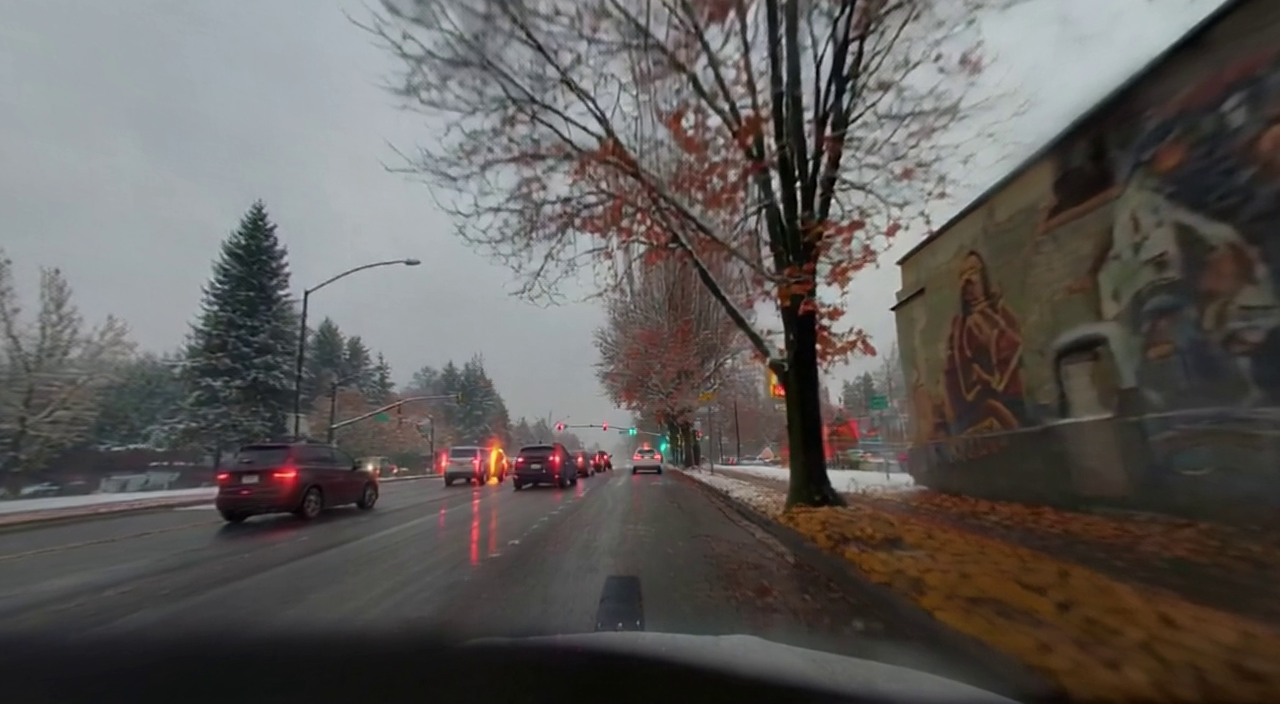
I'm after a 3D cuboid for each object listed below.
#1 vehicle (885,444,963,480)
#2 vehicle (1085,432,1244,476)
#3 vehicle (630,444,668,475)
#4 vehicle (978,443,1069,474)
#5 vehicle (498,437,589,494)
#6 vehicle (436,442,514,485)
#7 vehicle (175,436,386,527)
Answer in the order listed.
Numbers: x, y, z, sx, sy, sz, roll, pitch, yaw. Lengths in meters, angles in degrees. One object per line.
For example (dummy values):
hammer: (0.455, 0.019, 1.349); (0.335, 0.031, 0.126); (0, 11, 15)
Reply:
vehicle: (14.193, 5.510, 31.827); (1.963, 1.703, 4.447); (0, -9, 2)
vehicle: (20.204, 3.953, 24.561); (1.899, 1.521, 4.410); (2, -9, -13)
vehicle: (0.537, 6.406, 37.718); (2.144, 1.704, 4.028); (0, -9, 0)
vehicle: (20.006, 5.570, 33.139); (1.938, 1.490, 4.750); (0, -9, 2)
vehicle: (-3.048, 3.729, 21.007); (2.165, 1.663, 4.513); (0, -9, 2)
vehicle: (-7.131, 4.851, 27.741); (2.069, 1.719, 4.441); (0, -9, 2)
vehicle: (-7.323, 2.649, 13.465); (1.932, 1.596, 4.247); (0, -9, 1)
